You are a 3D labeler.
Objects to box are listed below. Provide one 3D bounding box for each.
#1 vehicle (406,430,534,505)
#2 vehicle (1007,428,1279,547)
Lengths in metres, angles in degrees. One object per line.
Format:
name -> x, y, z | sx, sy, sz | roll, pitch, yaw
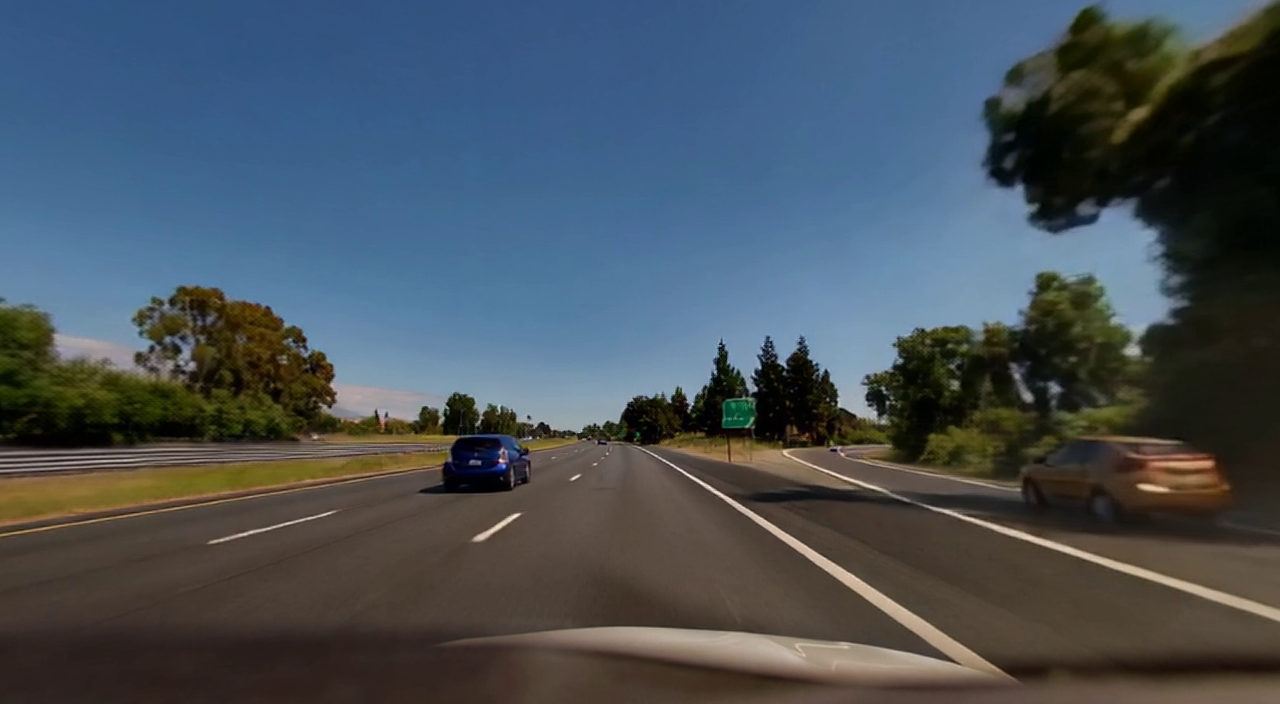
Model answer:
vehicle -> -3.932, 2.724, 15.350 | 2.008, 1.567, 3.959 | 0, -8, 0
vehicle -> 8.722, 2.182, 11.018 | 2.084, 1.614, 4.762 | -1, -8, 5
